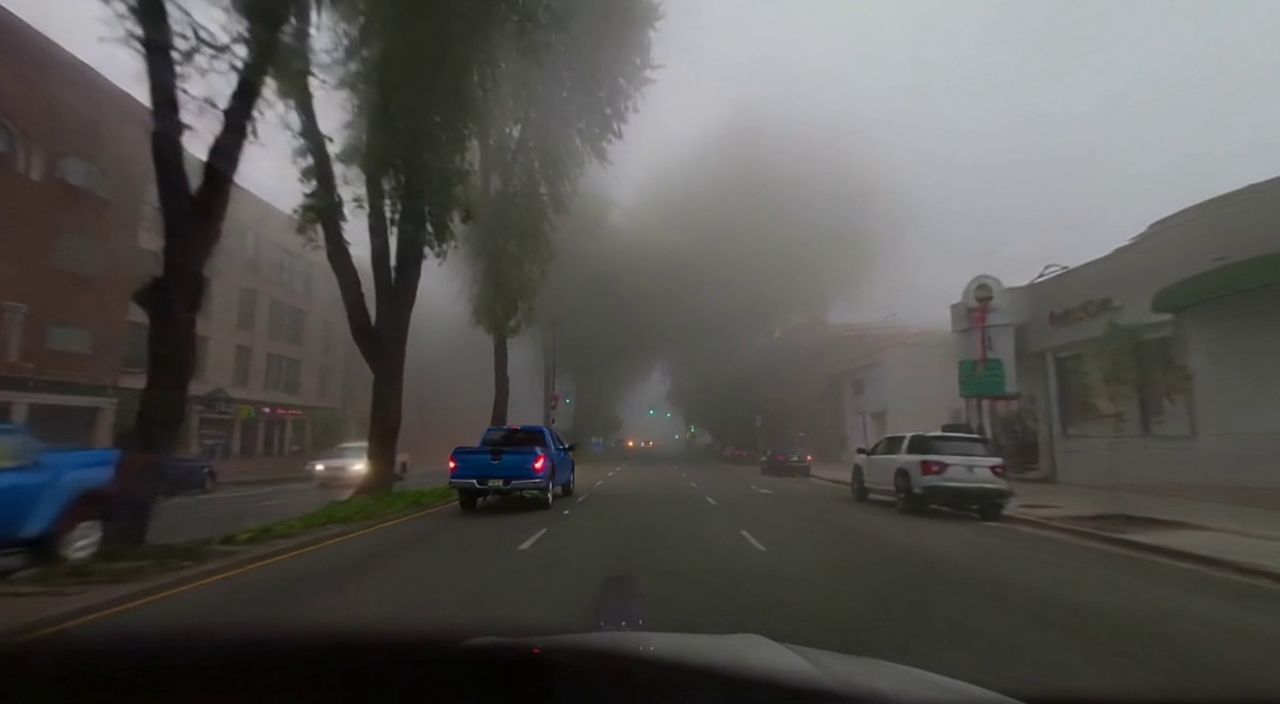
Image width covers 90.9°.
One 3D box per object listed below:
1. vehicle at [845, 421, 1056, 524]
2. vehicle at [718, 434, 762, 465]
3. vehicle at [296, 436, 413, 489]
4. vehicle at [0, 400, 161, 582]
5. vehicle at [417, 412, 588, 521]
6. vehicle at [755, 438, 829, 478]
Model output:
[{"bbox_3d":[6.034,2.386,13.054,2.018,1.743,4.529,0,-8,0],"label":"vehicle"},{"bbox_3d":[6.241,6.147,39.822,2.043,1.841,4.842,0,-8,1],"label":"vehicle"},{"bbox_3d":[-10.169,3.967,22.960,2.110,1.714,4.500,0,-8,0],"label":"vehicle"},{"bbox_3d":[-7.359,1.335,5.965,2.087,1.779,4.456,0,-8,0],"label":"vehicle"},{"bbox_3d":[-2.505,2.303,13.194,2.197,1.786,5.365,-1,-8,2],"label":"vehicle"},{"bbox_3d":[6.247,4.393,26.378,1.988,1.514,3.962,0,-8,-2],"label":"vehicle"}]
